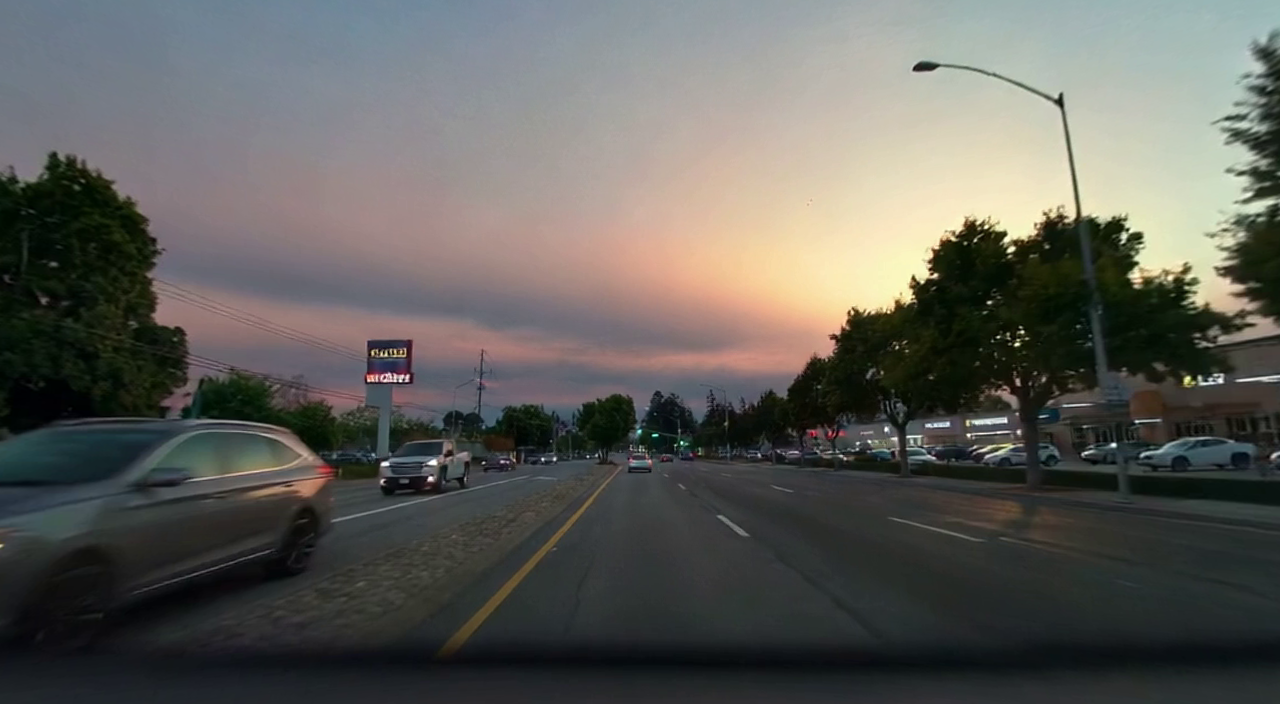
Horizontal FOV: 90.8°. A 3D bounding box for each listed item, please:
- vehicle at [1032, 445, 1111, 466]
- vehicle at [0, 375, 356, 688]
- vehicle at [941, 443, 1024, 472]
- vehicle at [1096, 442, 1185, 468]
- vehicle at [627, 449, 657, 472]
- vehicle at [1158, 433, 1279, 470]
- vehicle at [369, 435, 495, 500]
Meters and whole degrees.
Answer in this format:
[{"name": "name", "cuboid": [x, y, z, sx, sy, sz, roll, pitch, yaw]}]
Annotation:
[{"name": "vehicle", "cuboid": [32.232, 7.719, 47.216, 4.458, 1.529, 1.937, 0, -9, -1]}, {"name": "vehicle", "cuboid": [-4.715, 1.404, 5.991, 2.131, 1.914, 4.081, 0, -9, -1]}, {"name": "vehicle", "cuboid": [20.986, 6.420, 38.717, 4.558, 1.657, 2.149, 4, -10, -27]}, {"name": "vehicle", "cuboid": [33.428, 6.890, 42.283, 4.324, 1.592, 1.877, 0, -9, -1]}, {"name": "vehicle", "cuboid": [0.109, 7.820, 45.738, 2.065, 1.521, 4.306, 0, -9, -1]}, {"name": "vehicle", "cuboid": [32.452, 5.553, 35.314, 5.197, 1.939, 1.973, 0, -9, 0]}, {"name": "vehicle", "cuboid": [-7.843, 4.446, 24.890, 2.575, 2.178, 6.917, 0, -9, 0]}]
